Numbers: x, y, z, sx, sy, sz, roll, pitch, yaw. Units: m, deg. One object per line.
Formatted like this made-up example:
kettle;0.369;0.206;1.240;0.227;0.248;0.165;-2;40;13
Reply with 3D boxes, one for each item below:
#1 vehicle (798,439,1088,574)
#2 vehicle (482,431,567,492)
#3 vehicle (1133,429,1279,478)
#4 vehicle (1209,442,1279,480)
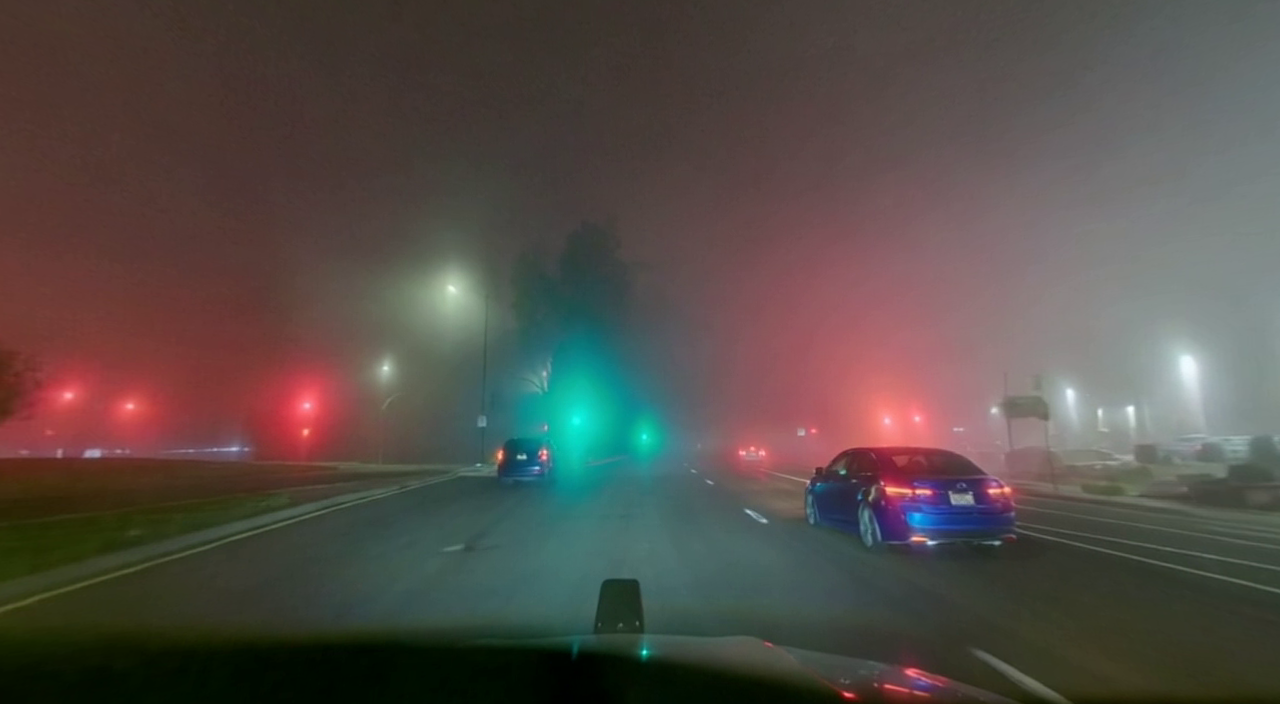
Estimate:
vehicle;3.784;1.960;8.953;1.918;1.418;4.360;0;-8;0
vehicle;-3.504;3.393;19.964;2.085;1.693;4.301;0;-8;-3
vehicle;24.634;4.349;27.218;5.801;1.933;2.289;3;-9;-18
vehicle;24.962;4.288;25.028;3.608;1.401;1.822;2;-9;-16
